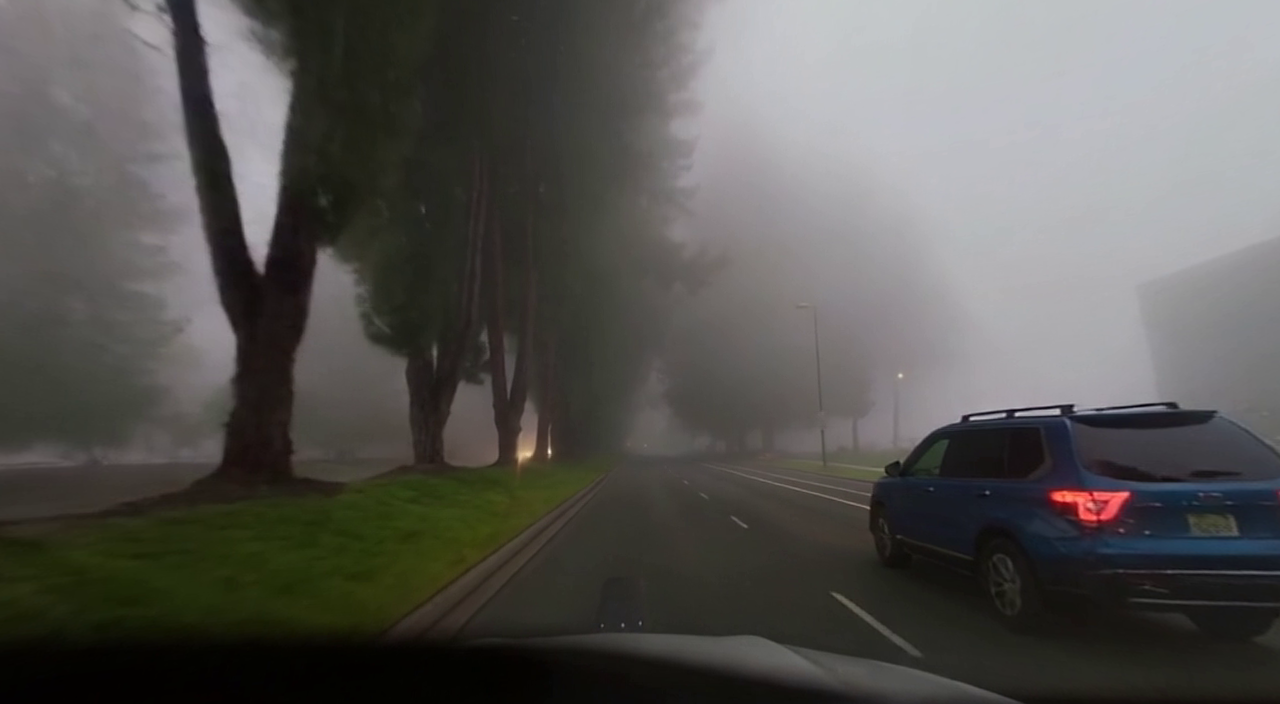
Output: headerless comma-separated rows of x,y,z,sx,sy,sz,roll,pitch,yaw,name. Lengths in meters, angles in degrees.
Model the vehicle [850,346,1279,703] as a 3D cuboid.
3.615,1.210,5.047,2.087,1.759,5.040,0,-8,0,vehicle
